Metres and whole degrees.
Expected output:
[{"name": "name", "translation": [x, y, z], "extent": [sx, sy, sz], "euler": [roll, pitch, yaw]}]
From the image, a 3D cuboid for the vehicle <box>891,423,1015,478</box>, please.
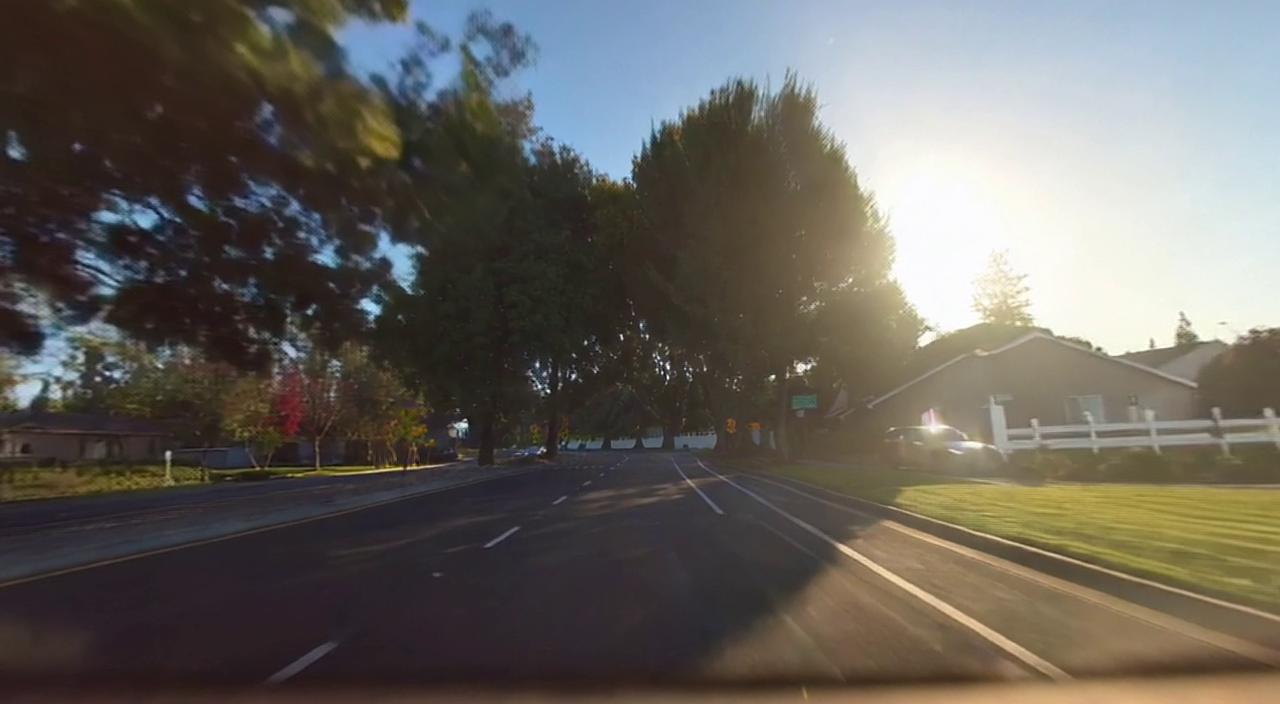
[{"name": "vehicle", "translation": [10.551, 3.363, 21.720], "extent": [1.938, 1.695, 4.296], "euler": [0, -8, -2]}]
